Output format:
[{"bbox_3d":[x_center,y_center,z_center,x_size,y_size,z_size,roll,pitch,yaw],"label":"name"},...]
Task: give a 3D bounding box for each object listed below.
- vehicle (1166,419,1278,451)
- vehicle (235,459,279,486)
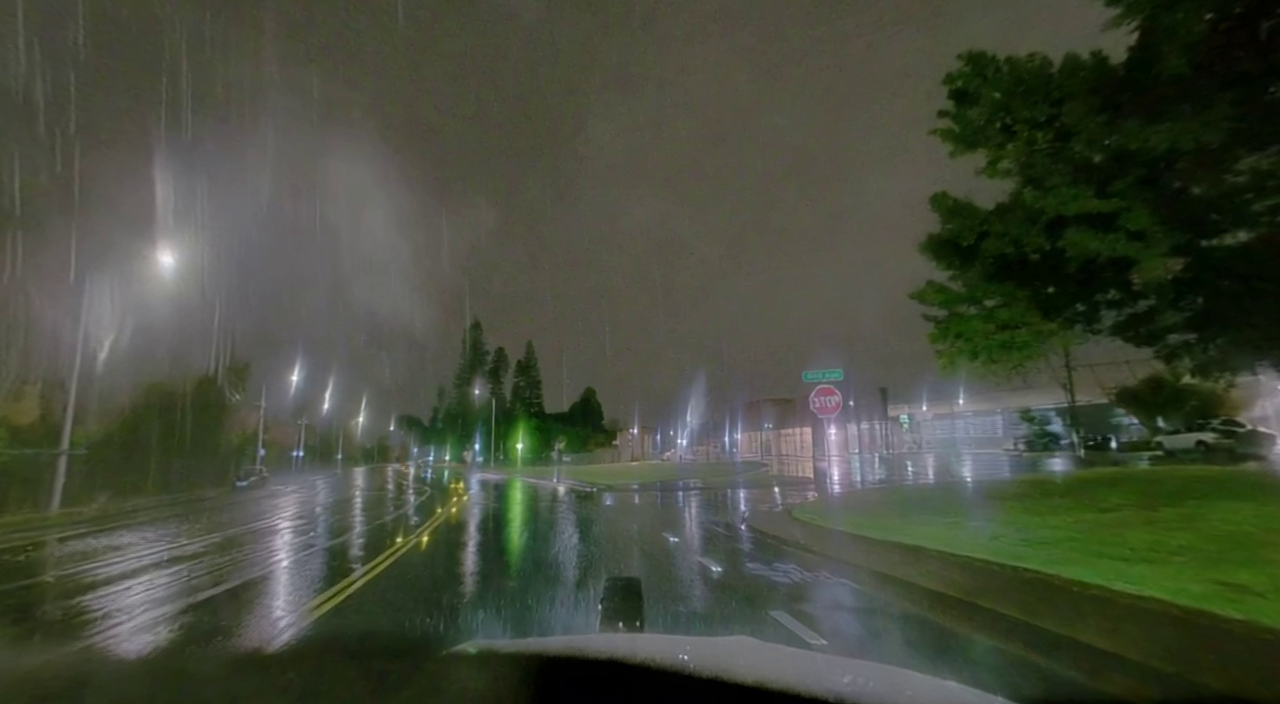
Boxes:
[{"bbox_3d":[34.954,5.070,37.950,1.811,1.793,4.479,5,-10,-30],"label":"vehicle"},{"bbox_3d":[-26.108,8.230,43.030,1.952,1.632,4.200,1,-11,-23],"label":"vehicle"}]
